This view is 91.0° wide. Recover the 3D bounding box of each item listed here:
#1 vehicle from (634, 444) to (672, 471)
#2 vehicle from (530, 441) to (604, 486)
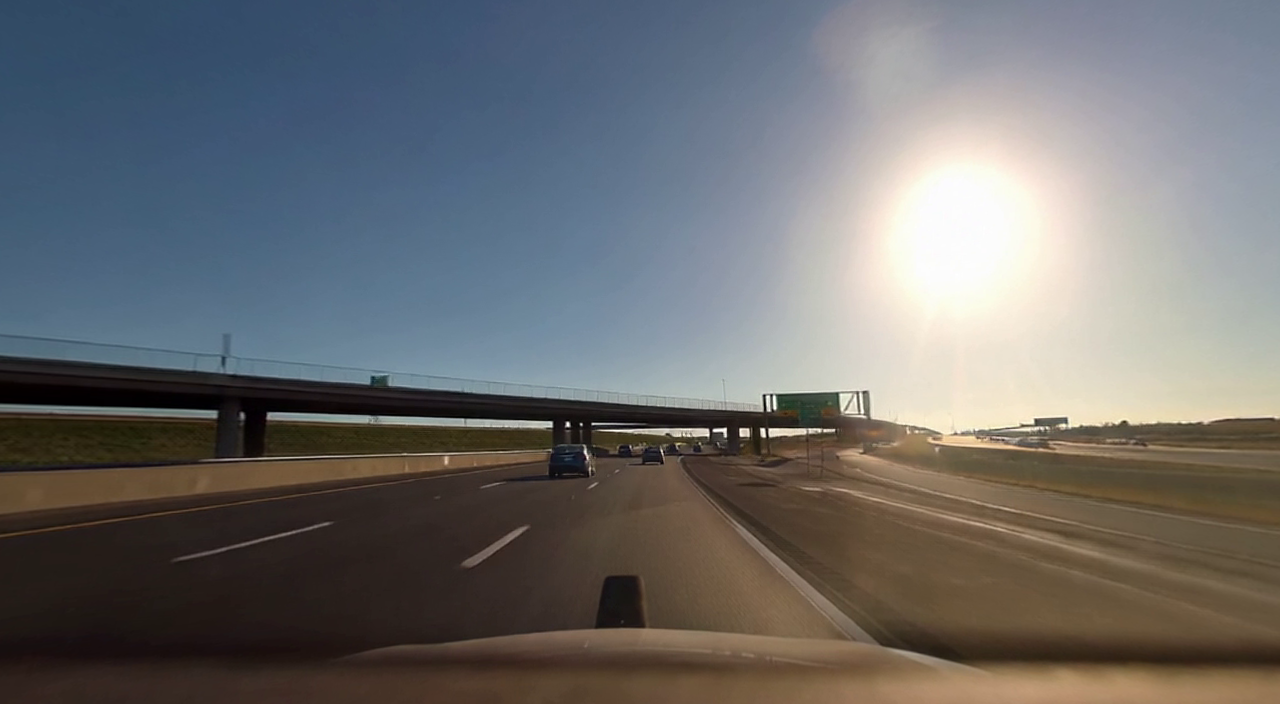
[{"bbox_3d":[0.775,6.269,37.614,2.129,1.502,4.321,0,-9,1],"label":"vehicle"},{"bbox_3d":[-2.693,4.242,24.288,2.129,1.563,4.387,0,-9,2],"label":"vehicle"}]
